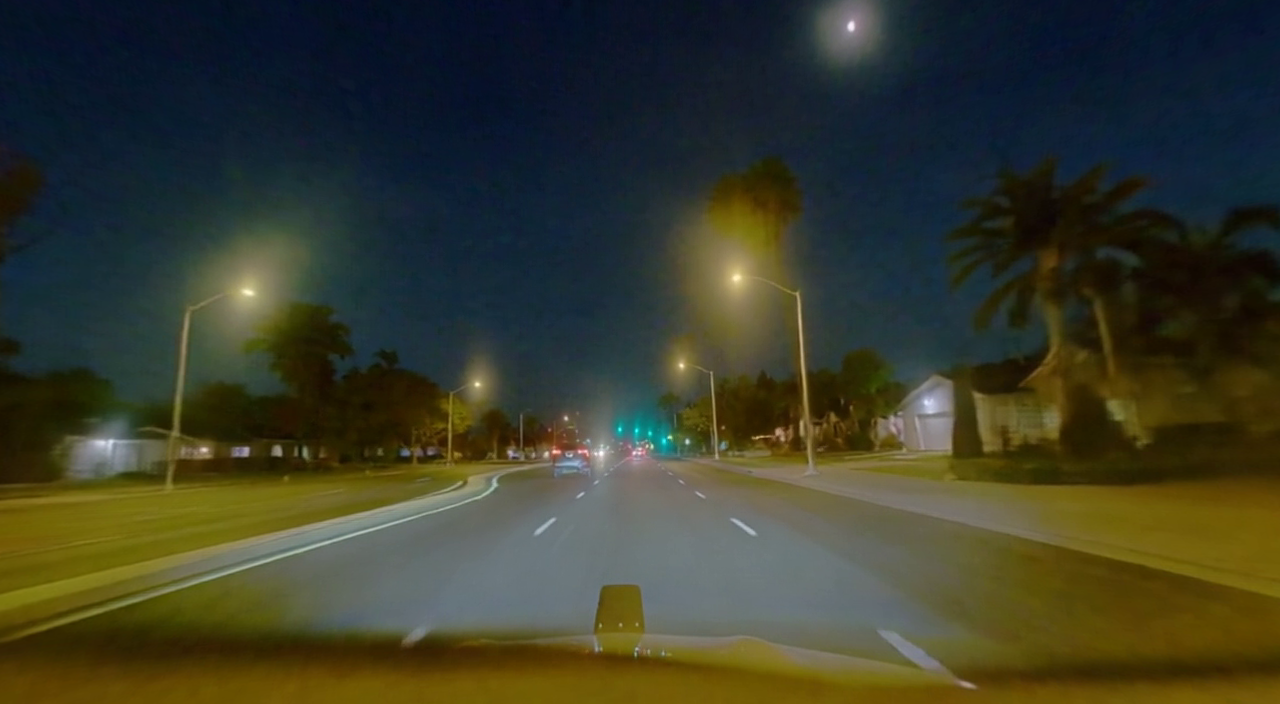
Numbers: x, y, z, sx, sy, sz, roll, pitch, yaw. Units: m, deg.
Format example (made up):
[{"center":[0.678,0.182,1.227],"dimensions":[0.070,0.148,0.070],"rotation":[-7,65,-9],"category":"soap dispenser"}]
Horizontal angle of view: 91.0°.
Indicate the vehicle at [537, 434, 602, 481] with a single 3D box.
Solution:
[{"center":[-3.158,4.923,29.672],"dimensions":[2.370,1.968,5.698],"rotation":[0,-9,0],"category":"vehicle"}]
